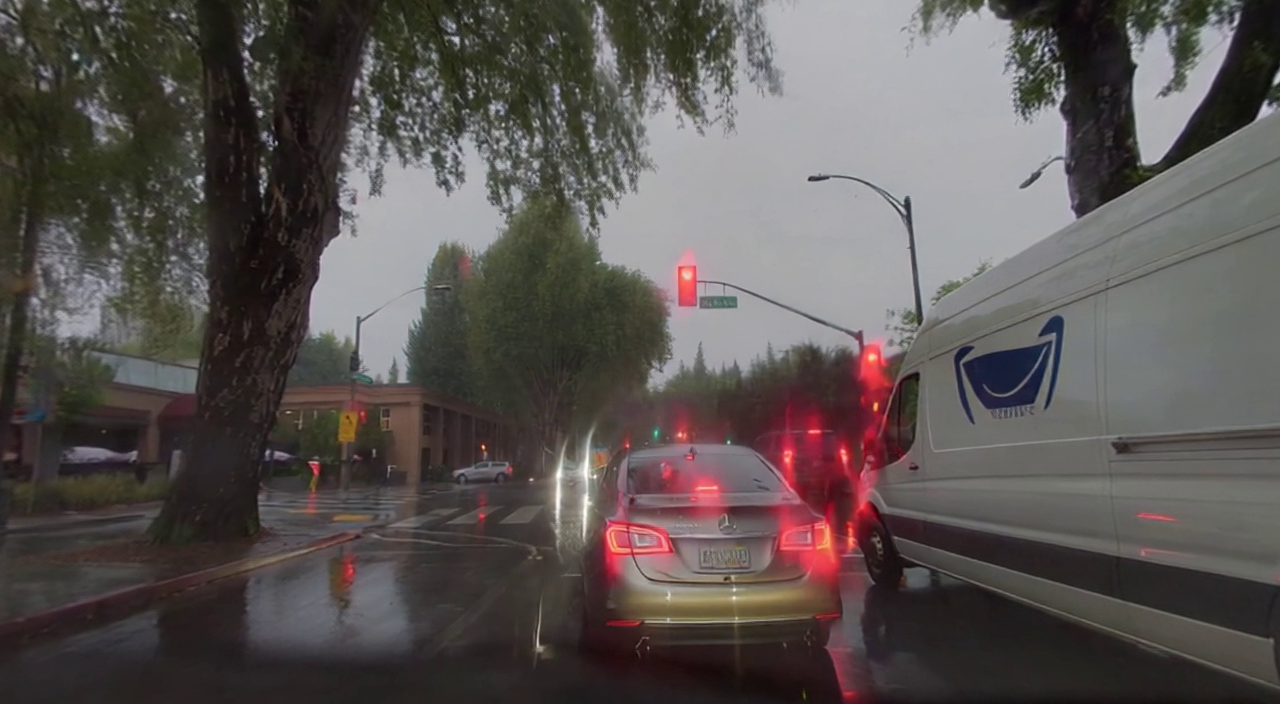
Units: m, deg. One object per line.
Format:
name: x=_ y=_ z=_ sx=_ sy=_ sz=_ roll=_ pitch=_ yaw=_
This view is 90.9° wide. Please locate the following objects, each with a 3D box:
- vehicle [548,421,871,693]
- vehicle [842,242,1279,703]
vehicle: x=0.386 y=1.591 z=5.735 sx=1.961 sy=1.629 sz=3.610 roll=1 pitch=-10 yaw=-1
vehicle: x=2.853 y=0.894 z=2.902 sx=2.054 sy=1.965 sz=5.248 roll=1 pitch=-11 yaw=0
